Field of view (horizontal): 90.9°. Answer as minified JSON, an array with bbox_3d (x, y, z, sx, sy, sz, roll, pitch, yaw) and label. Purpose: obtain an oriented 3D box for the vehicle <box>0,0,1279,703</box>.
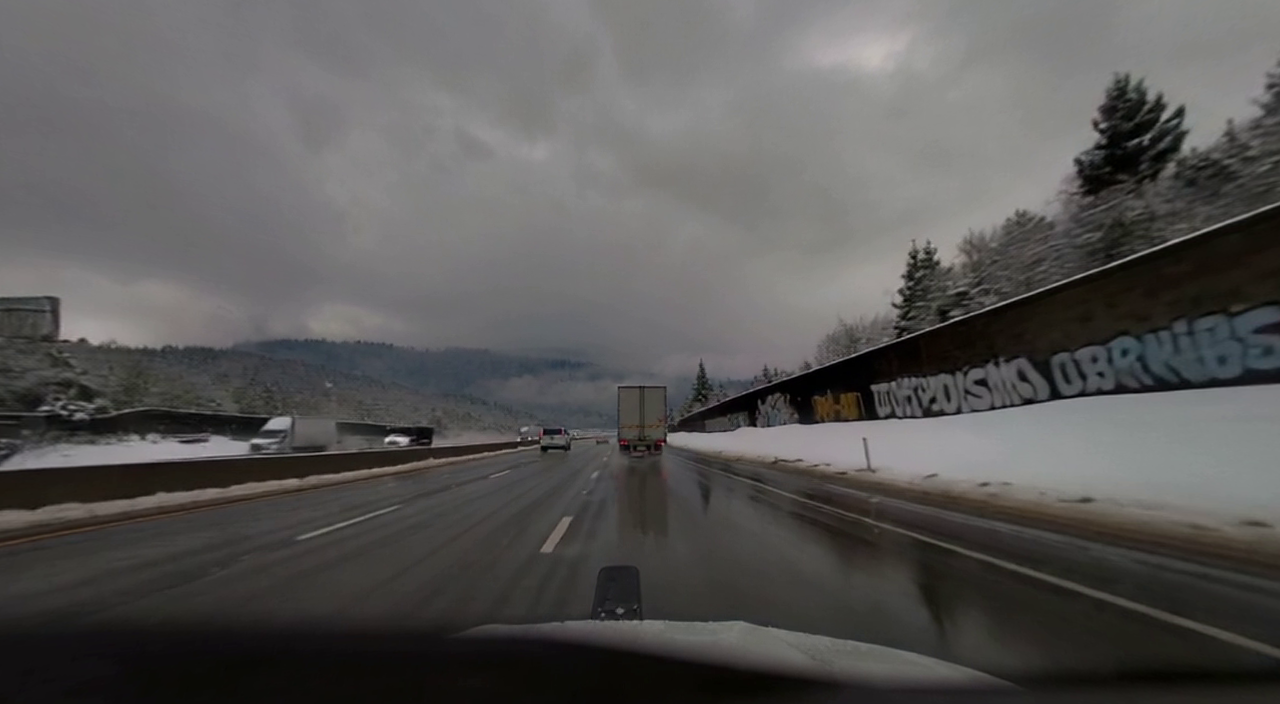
[{"bbox_3d":[-0.089,-0.100,3.972,2.880,3.798,5.927,0,-8,-4],"label":"vehicle"}]
